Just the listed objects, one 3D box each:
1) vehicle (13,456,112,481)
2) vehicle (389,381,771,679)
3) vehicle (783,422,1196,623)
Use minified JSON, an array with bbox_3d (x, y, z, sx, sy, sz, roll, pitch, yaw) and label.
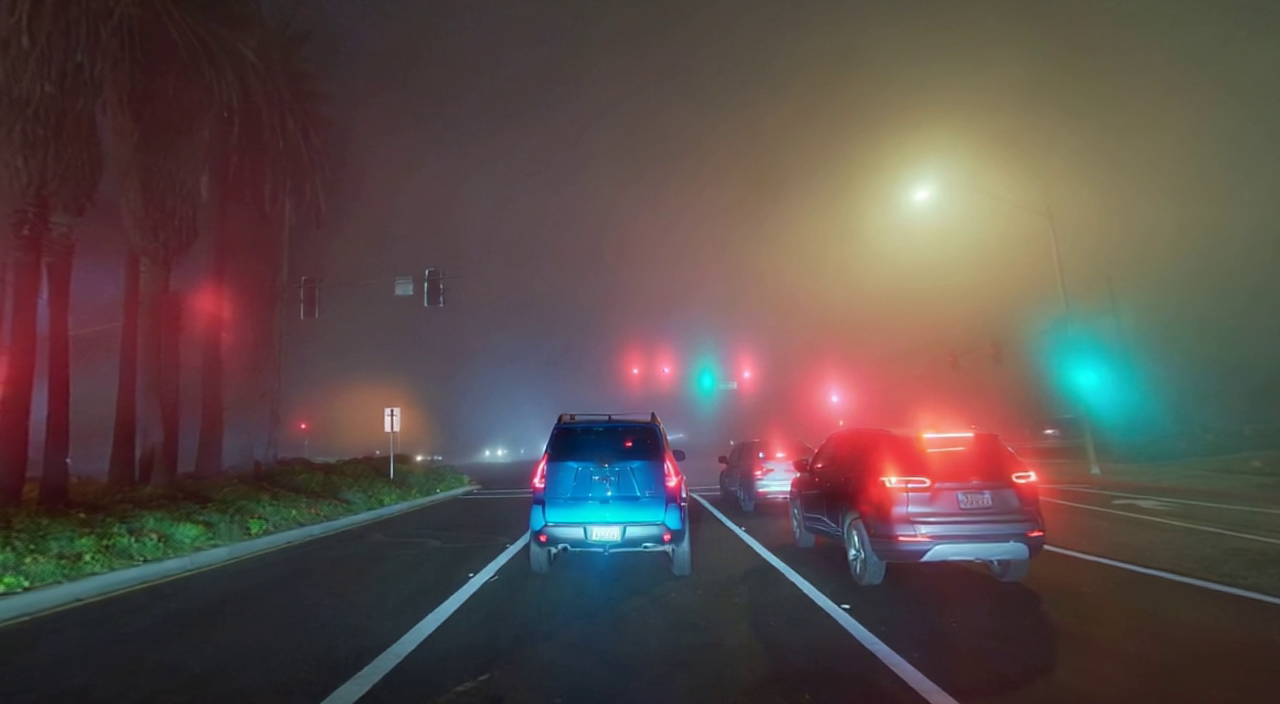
[{"bbox_3d":[-43.303,8.755,47.165,5.347,1.785,2.123,0,-8,2],"label":"vehicle"},{"bbox_3d":[-0.347,1.314,5.690,2.172,1.694,4.055,0,-8,0],"label":"vehicle"},{"bbox_3d":[3.107,1.604,6.960,1.971,1.473,4.495,0,-8,0],"label":"vehicle"}]
